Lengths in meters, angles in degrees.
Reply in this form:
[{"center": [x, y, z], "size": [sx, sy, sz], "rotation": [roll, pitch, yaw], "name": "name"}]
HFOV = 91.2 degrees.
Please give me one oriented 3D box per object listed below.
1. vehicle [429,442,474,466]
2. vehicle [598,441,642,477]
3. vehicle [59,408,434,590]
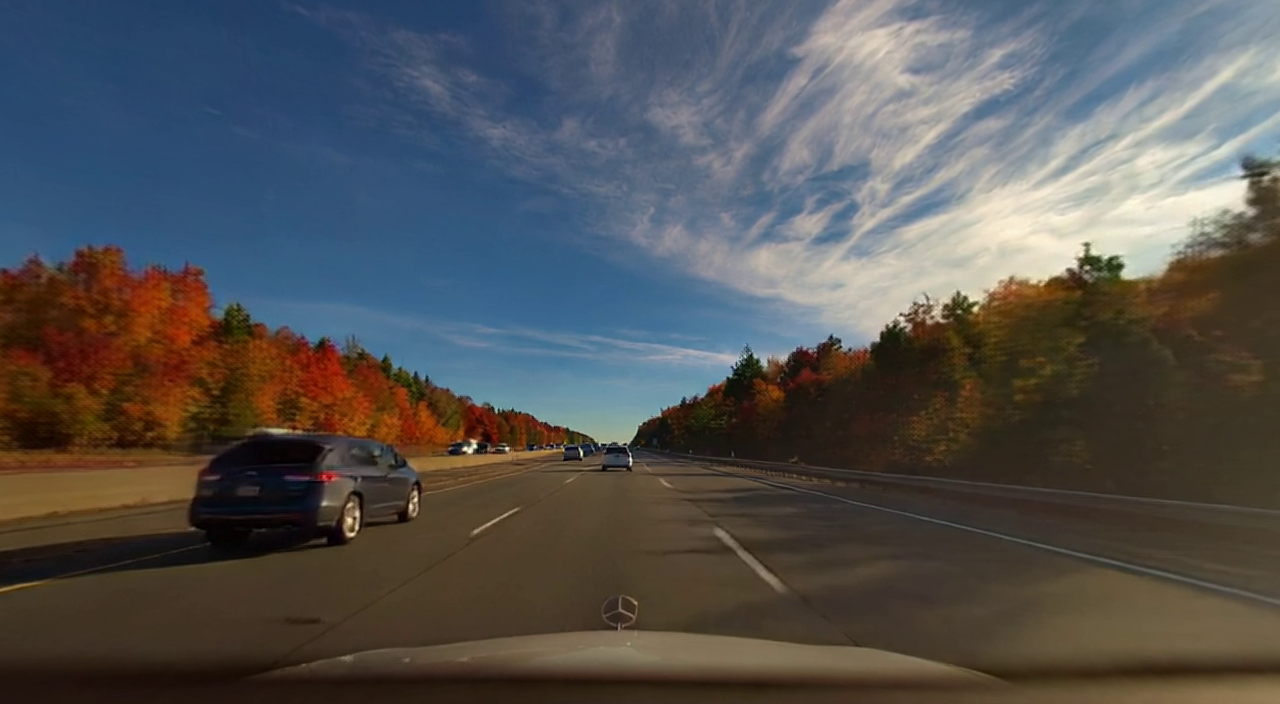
[{"center": [-13.893, 7.543, 46.480], "size": [2.045, 1.647, 4.454], "rotation": [0, -9, -1], "name": "vehicle"}, {"center": [-1.010, 5.391, 31.783], "size": [2.115, 1.661, 4.049], "rotation": [0, -9, -2], "name": "vehicle"}, {"center": [-4.500, 1.756, 8.344], "size": [1.974, 1.688, 4.727], "rotation": [0, -9, -1], "name": "vehicle"}]
